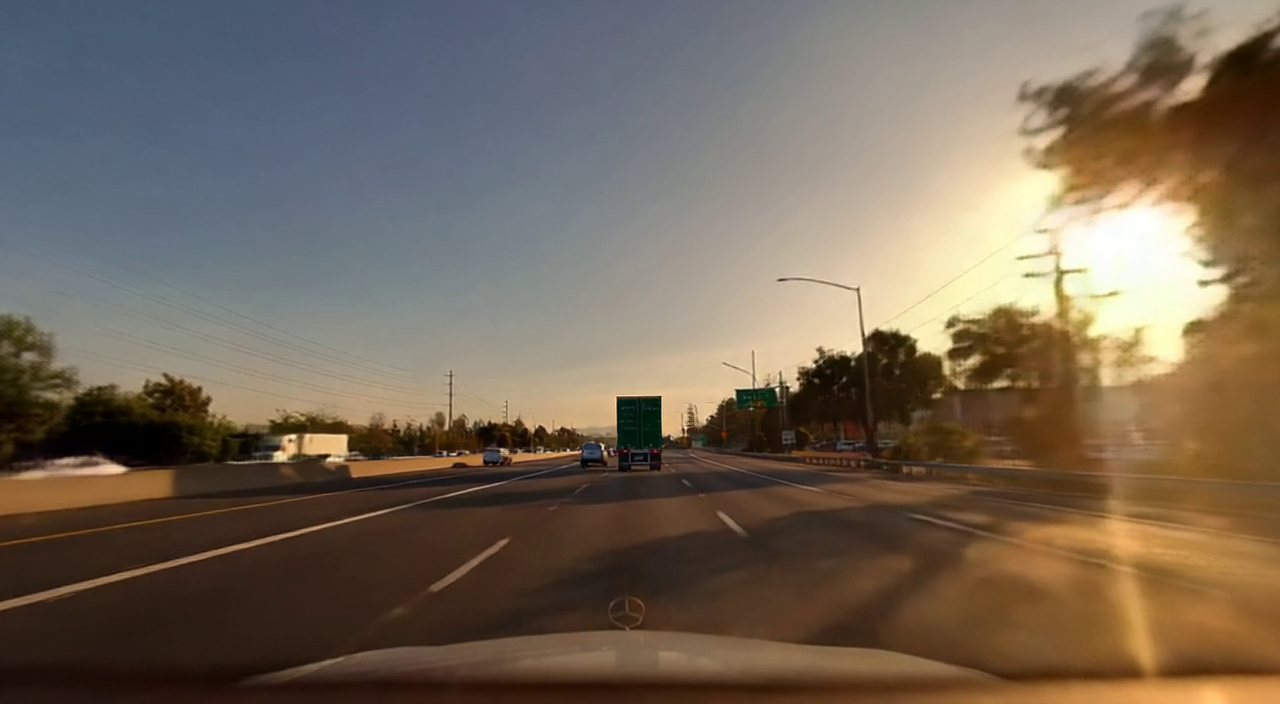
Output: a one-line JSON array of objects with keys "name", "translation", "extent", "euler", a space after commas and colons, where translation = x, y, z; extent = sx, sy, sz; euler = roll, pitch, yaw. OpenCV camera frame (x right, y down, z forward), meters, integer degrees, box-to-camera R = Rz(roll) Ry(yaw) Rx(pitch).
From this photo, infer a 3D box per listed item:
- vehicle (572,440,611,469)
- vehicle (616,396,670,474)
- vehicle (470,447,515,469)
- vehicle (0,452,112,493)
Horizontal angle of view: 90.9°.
[{"name": "vehicle", "translation": [-3.371, 7.231, 44.786], "extent": [2.293, 1.923, 5.141], "euler": [0, -9, 0]}, {"name": "vehicle", "translation": [0.241, 5.414, 40.293], "extent": [2.879, 4.085, 13.125], "euler": [0, -9, 1]}, {"name": "vehicle", "translation": [-10.554, 7.595, 45.404], "extent": [2.012, 1.509, 4.789], "euler": [0, -9, 1]}, {"name": "vehicle", "translation": [-25.329, 4.992, 26.511], "extent": [1.851, 1.529, 5.041], "euler": [0, -9, 0]}]
